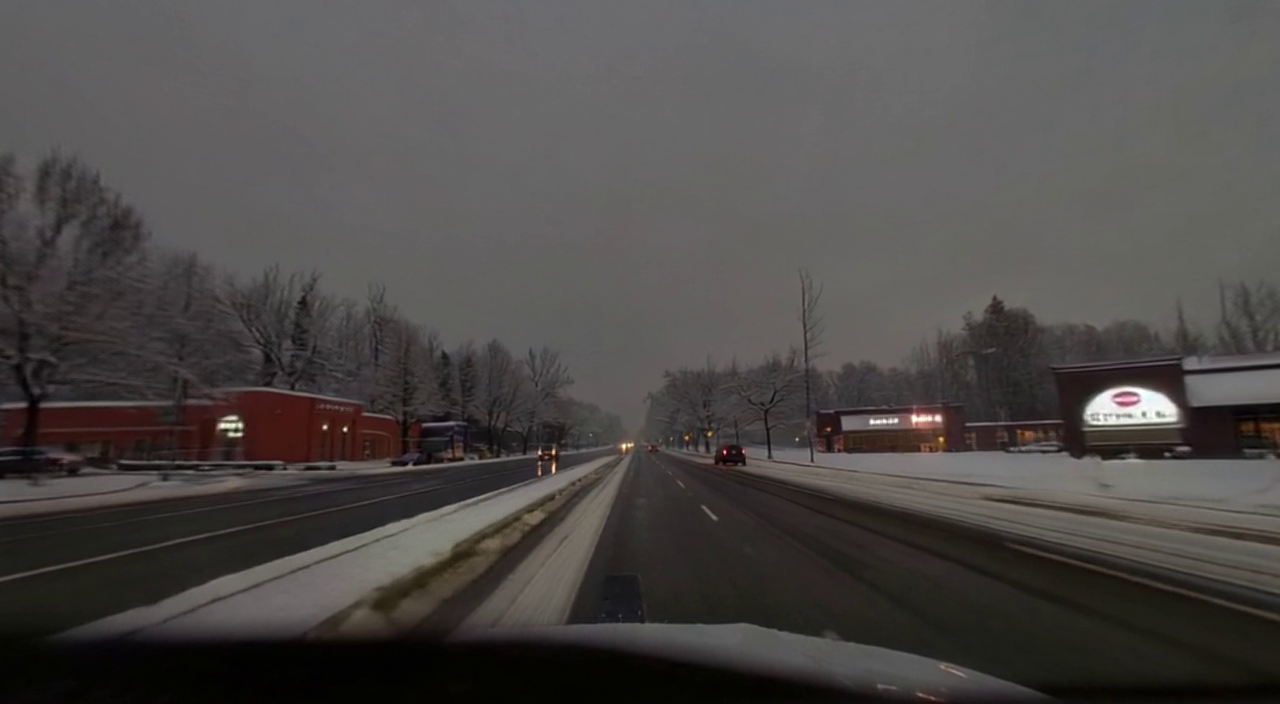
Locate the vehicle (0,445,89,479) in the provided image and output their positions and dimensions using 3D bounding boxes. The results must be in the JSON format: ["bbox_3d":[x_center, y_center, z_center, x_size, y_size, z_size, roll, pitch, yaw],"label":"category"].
[{"bbox_3d":[-34.797,6.217,35.989,1.965,1.753,5.154,0,-9,2],"label":"vehicle"}]

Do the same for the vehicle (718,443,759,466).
[{"bbox_3d":[6.500,6.836,42.129,1.916,1.437,4.327,0,-9,-2],"label":"vehicle"}]
